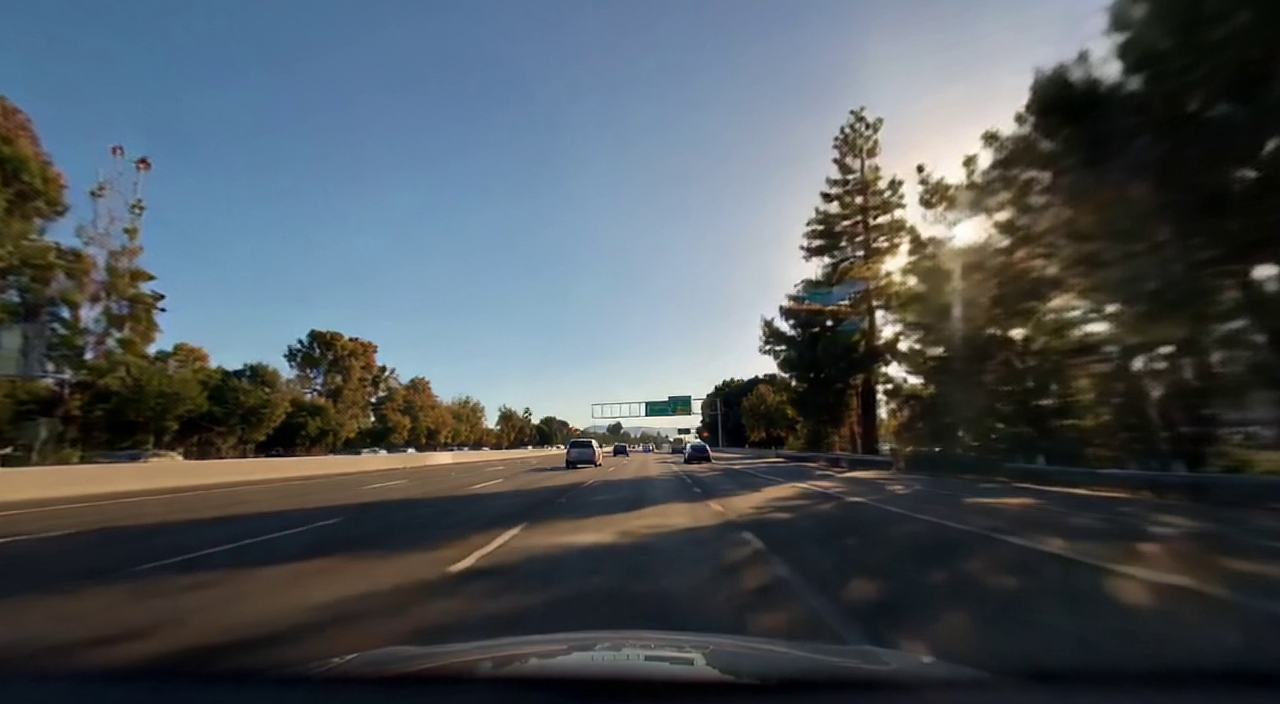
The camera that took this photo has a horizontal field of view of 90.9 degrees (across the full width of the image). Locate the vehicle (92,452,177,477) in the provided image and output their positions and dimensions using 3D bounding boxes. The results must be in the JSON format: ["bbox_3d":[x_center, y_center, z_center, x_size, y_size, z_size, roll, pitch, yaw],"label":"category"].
[{"bbox_3d":[-31.557,6.995,39.515,1.764,1.427,4.243,0,-8,1],"label":"vehicle"}]

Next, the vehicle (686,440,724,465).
[{"bbox_3d":[4.611,7.190,45.171,2.229,1.704,4.392,0,-8,0],"label":"vehicle"}]

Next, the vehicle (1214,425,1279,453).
[{"bbox_3d":[36.949,5.155,37.315,4.052,1.601,1.838,0,-9,-1],"label":"vehicle"}]

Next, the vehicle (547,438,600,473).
[{"bbox_3d":[-3.431,5.444,33.447,2.196,1.733,4.355,0,-8,2],"label":"vehicle"}]
